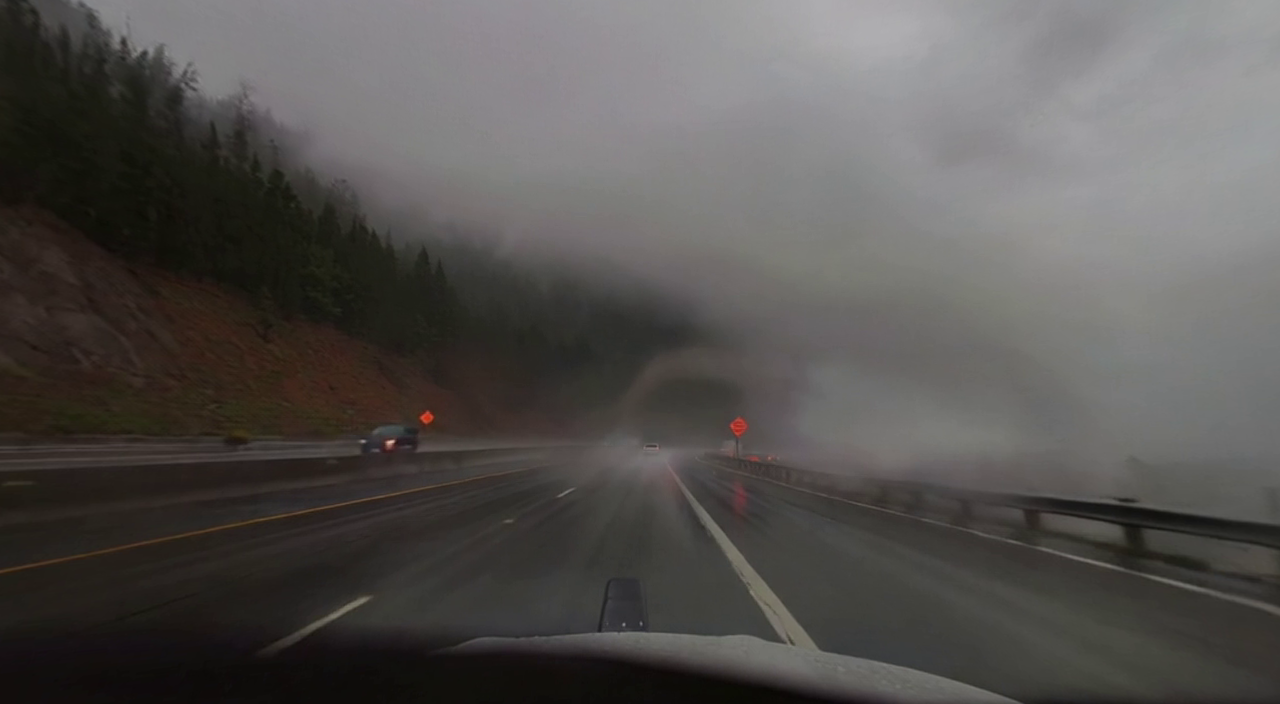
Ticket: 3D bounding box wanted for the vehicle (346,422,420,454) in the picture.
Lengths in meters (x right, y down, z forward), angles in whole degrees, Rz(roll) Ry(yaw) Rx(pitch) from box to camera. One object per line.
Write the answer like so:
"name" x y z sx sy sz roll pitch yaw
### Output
"vehicle" -17.149 5.847 42.529 2.266 1.970 5.815 -1 -9 3
